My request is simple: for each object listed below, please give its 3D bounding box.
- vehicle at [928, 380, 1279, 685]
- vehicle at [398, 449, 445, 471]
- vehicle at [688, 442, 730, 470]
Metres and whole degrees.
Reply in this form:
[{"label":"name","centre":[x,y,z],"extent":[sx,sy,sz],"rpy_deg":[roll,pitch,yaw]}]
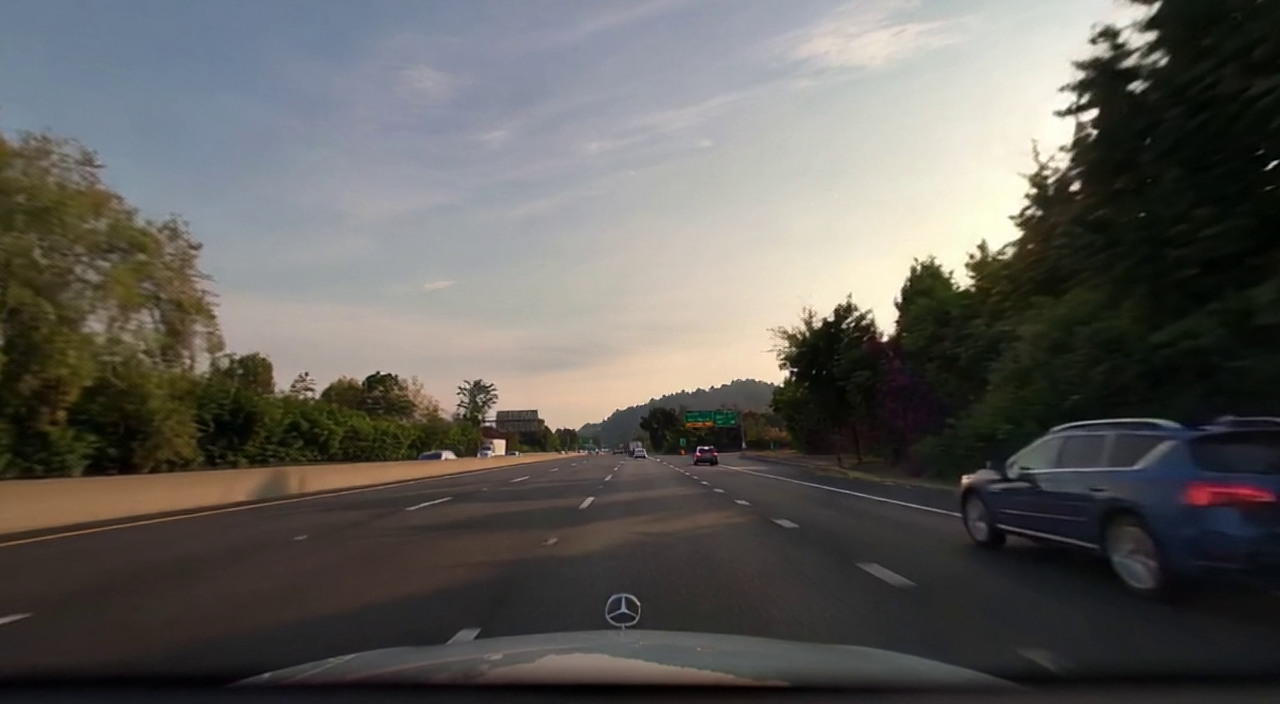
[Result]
[{"label":"vehicle","centre":[4.345,1.210,5.006],"extent":[1.929,1.604,4.478],"rpy_deg":[0,-9,-1]},{"label":"vehicle","centre":[-15.616,7.746,45.347],"extent":[1.863,1.472,4.351],"rpy_deg":[0,-9,0]},{"label":"vehicle","centre":[4.386,6.666,40.671],"extent":[2.096,1.712,4.697],"rpy_deg":[0,-9,-1]}]
